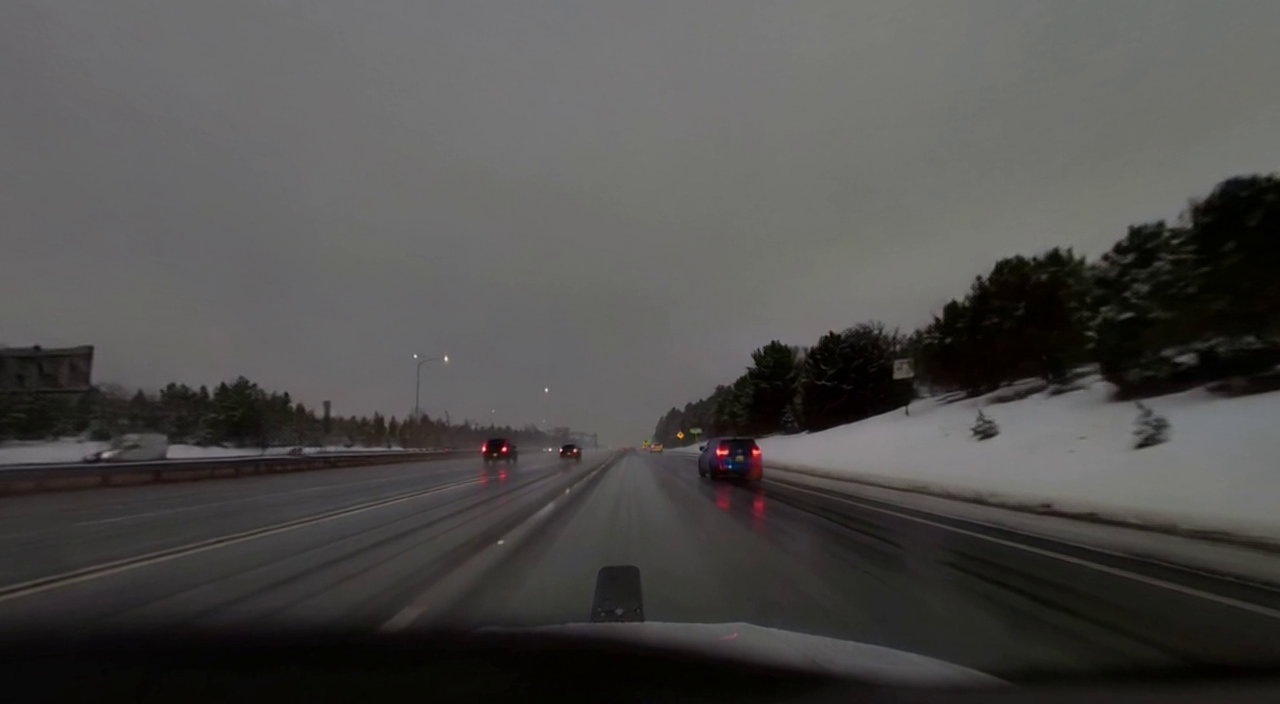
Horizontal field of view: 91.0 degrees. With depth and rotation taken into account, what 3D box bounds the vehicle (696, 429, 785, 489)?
[{"bbox_3d":[3.424,3.759,22.494,2.184,1.892,4.763,0,-8,-2],"label":"vehicle"}]
